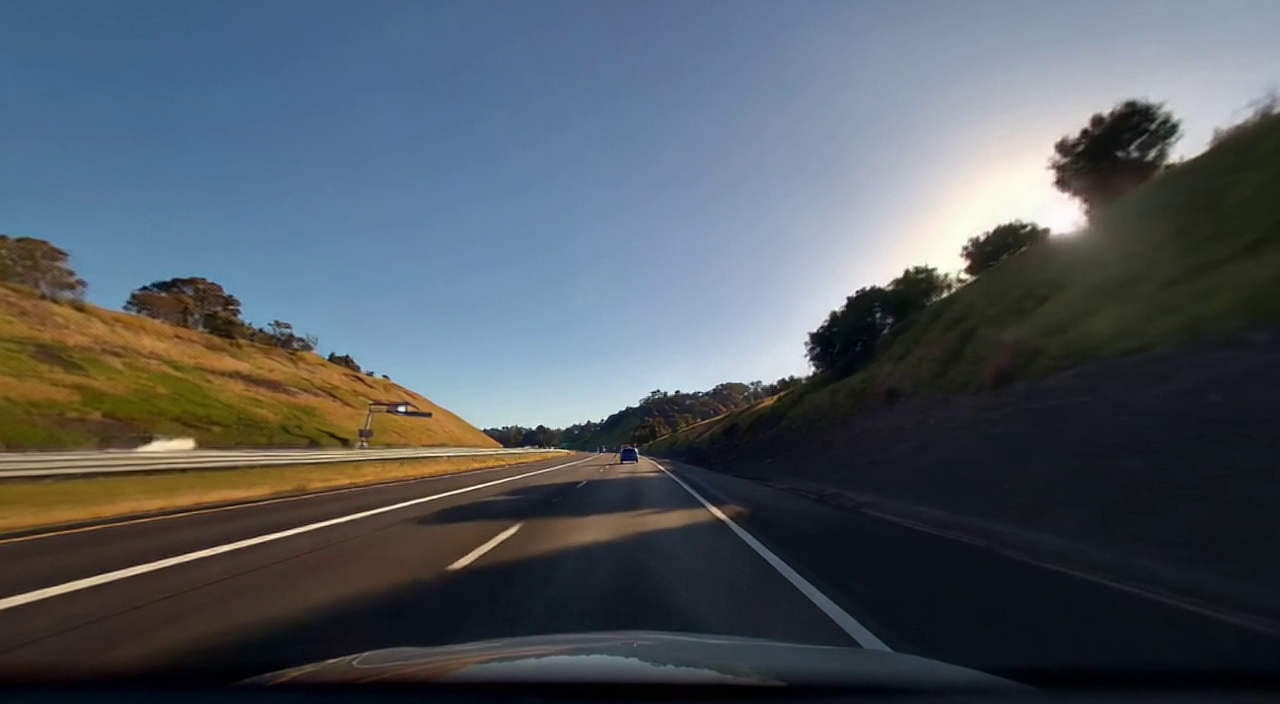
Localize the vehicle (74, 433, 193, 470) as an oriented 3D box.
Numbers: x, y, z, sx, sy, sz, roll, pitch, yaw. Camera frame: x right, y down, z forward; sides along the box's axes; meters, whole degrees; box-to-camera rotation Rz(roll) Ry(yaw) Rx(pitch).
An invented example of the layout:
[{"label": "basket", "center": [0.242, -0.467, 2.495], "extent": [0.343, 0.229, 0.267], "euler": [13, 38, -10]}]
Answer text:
[{"label": "vehicle", "center": [-23.007, 4.544, 28.915], "extent": [1.686, 1.520, 4.557], "euler": [0, -9, 0]}]
